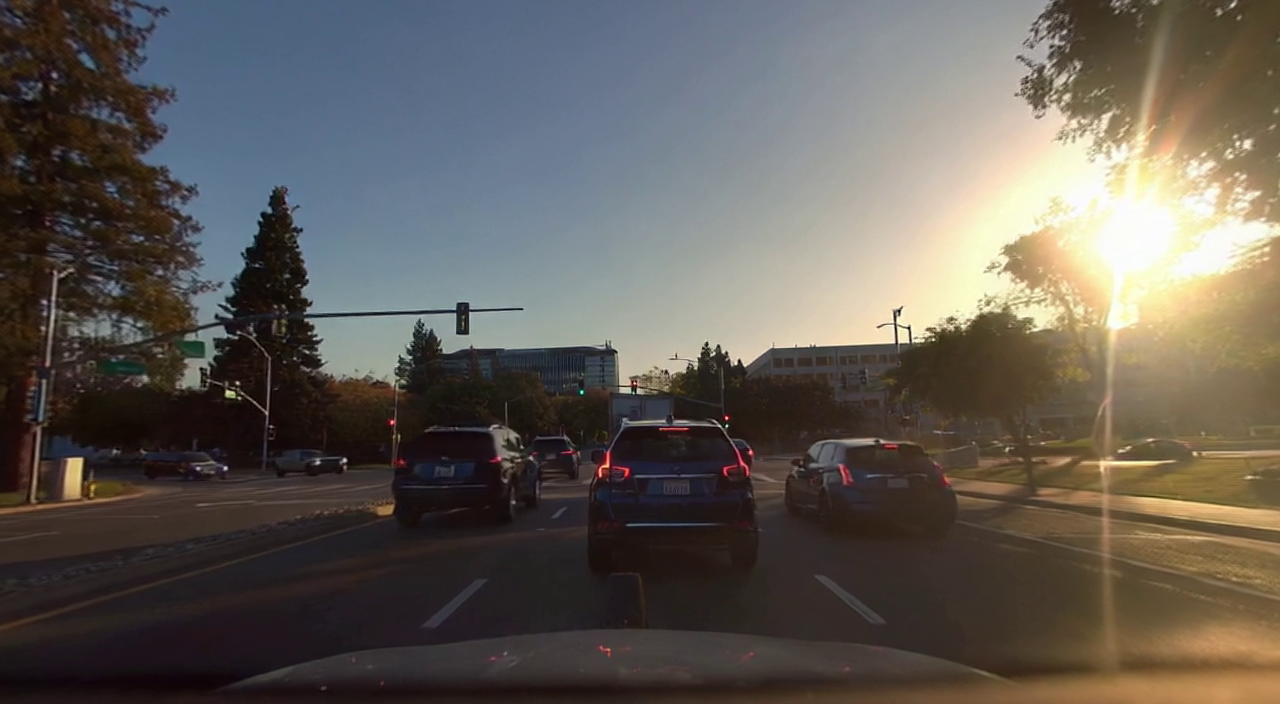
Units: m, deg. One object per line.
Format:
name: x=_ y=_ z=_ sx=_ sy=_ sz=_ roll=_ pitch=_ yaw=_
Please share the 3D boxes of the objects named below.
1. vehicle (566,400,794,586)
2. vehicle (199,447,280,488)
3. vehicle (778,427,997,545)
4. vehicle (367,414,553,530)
vehicle: x=0.374 y=1.669 z=8.274 sx=2.172 sy=1.764 sz=4.338 roll=0 pitch=-8 yaw=0
vehicle: x=-17.578 y=4.988 z=27.583 sx=4.395 sy=1.636 sz=1.926 roll=-8 pitch=-12 yaw=44
vehicle: x=3.815 y=2.120 z=10.635 sx=1.954 sy=1.592 sz=3.992 roll=0 pitch=-8 yaw=-2
vehicle: x=-3.207 y=2.270 z=12.506 sx=2.209 sy=1.828 sz=4.847 roll=0 pitch=-9 yaw=0
